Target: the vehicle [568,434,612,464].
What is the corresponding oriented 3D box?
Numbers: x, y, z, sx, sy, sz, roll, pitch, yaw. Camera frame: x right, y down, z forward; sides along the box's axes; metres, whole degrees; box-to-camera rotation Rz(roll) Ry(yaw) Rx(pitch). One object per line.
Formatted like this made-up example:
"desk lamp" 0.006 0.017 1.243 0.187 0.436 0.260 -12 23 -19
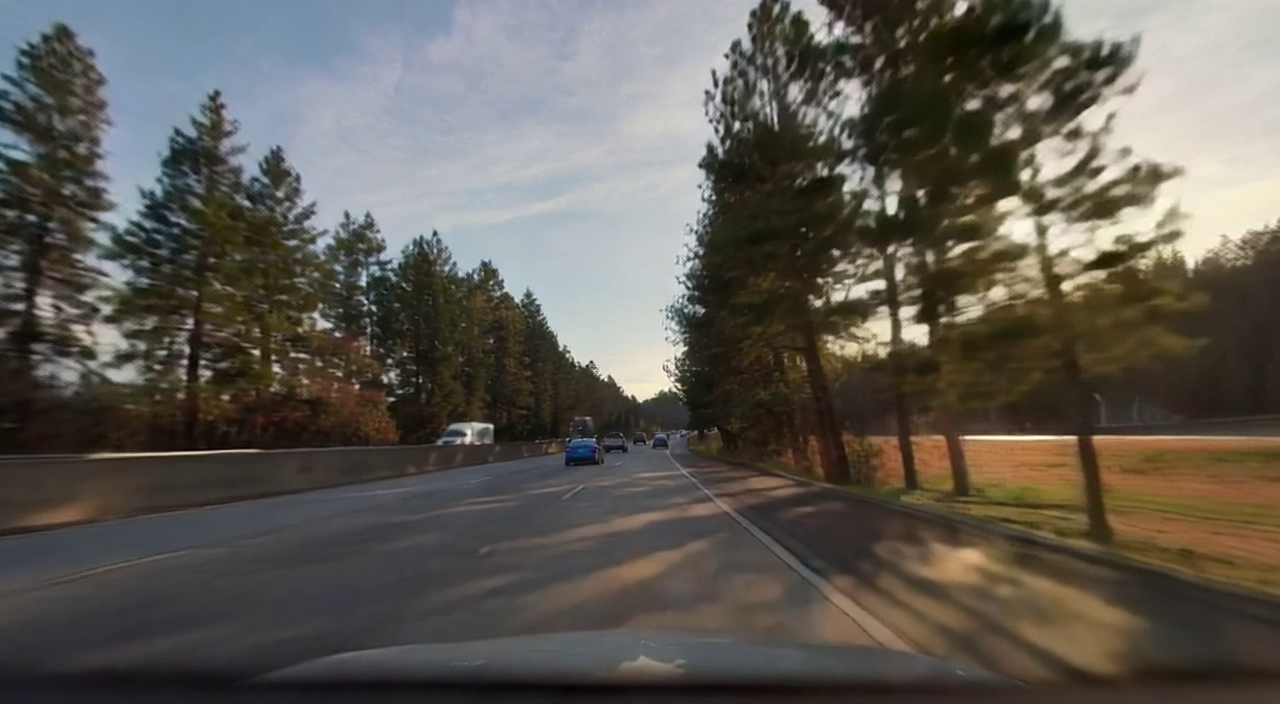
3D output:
"vehicle" -2.857 5.682 36.798 2.053 1.589 4.671 -1 -9 2
